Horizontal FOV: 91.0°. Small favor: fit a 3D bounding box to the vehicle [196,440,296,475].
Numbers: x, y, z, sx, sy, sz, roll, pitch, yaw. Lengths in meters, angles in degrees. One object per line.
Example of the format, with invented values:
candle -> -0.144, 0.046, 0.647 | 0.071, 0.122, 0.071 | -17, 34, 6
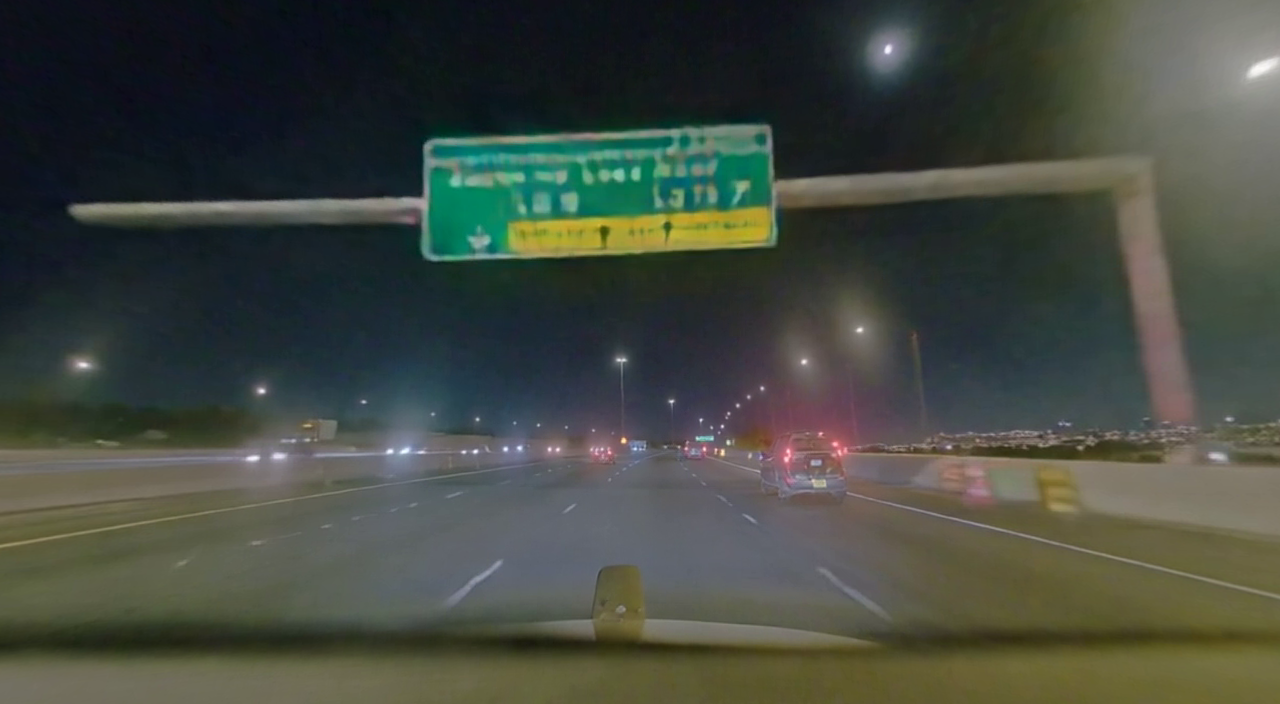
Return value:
vehicle -> -19.248, 5.169, 31.011 | 1.906, 1.568, 4.357 | -1, -9, 3
